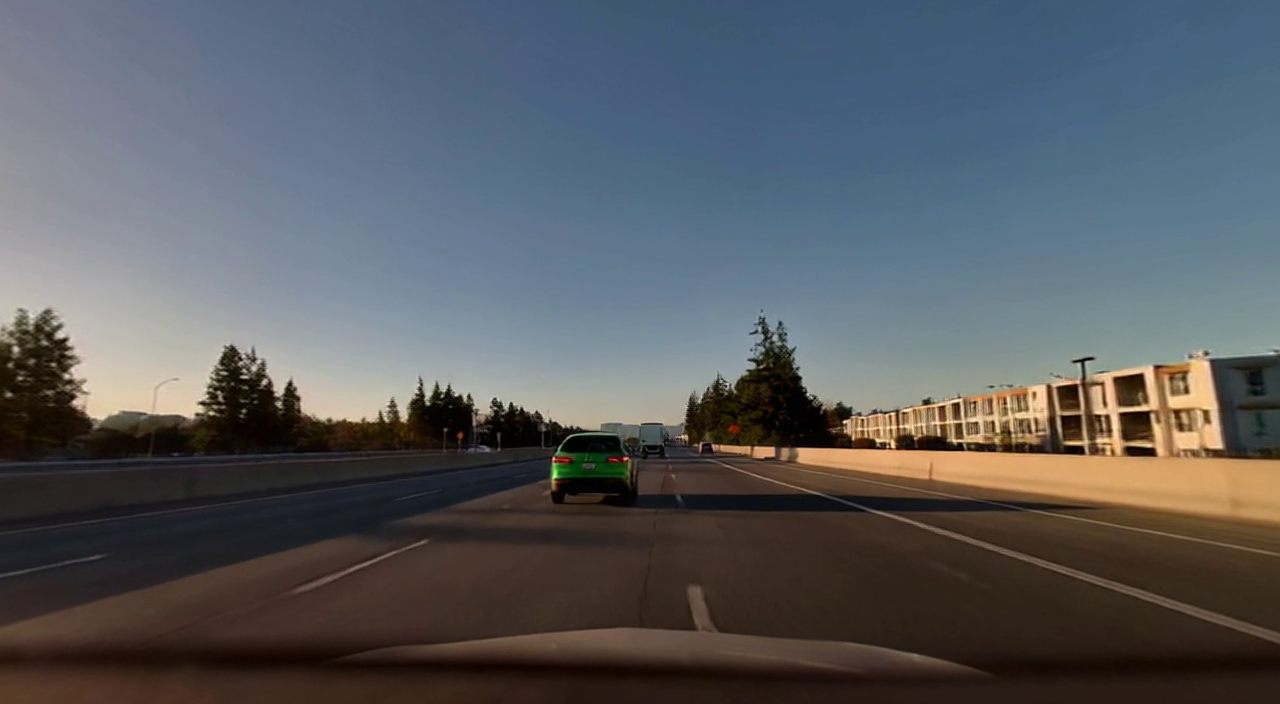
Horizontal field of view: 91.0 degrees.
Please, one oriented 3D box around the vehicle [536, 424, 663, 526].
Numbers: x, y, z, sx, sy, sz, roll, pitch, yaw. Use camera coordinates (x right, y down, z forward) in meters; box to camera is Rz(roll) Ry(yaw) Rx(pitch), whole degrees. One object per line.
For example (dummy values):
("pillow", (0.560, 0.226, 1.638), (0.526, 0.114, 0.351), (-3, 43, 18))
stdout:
("vehicle", (-0.633, 2.472, 13.197), (2.111, 1.742, 4.315), (0, -9, 3))
